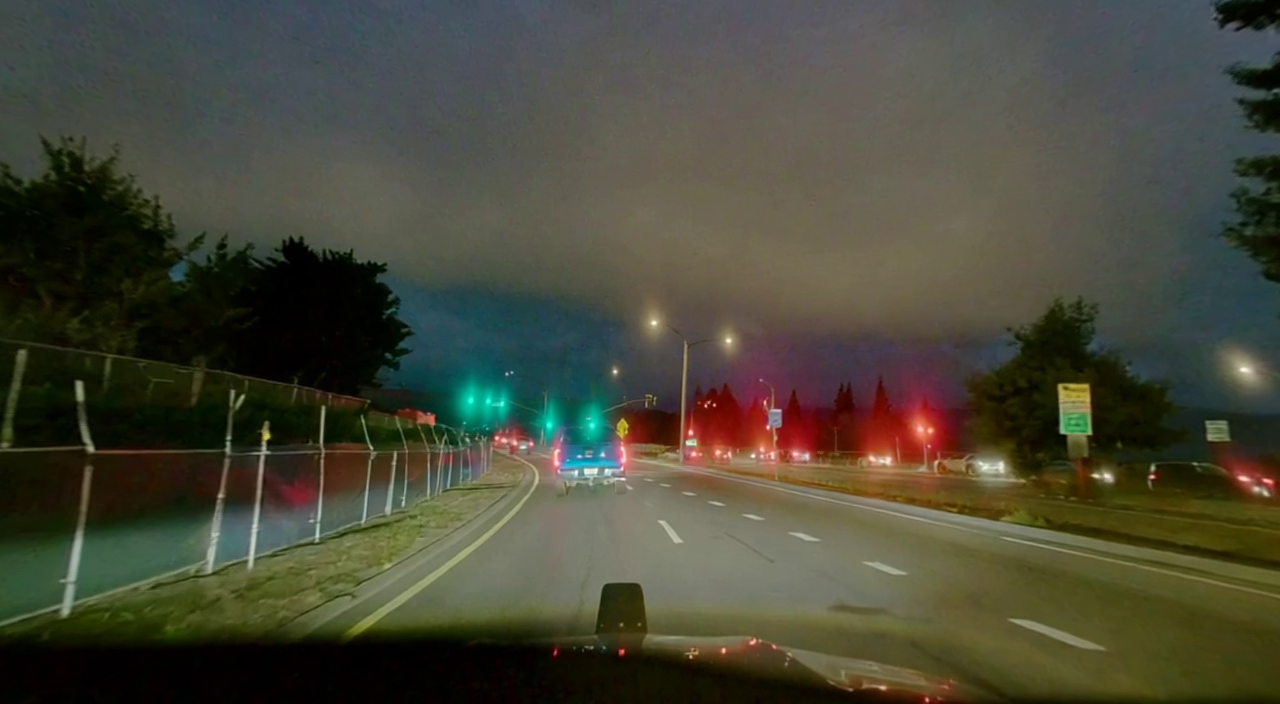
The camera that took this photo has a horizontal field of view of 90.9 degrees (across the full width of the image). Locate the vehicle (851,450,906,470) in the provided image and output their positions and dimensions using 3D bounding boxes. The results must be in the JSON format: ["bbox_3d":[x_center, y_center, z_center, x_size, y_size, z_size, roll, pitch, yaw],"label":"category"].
[{"bbox_3d":[18.694,8.478,49.674,1.805,1.494,4.362,2,-9,-15],"label":"vehicle"}]

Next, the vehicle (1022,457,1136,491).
[{"bbox_3d":[22.433,6.235,32.501,1.850,1.470,4.761,2,-9,-11],"label":"vehicle"}]

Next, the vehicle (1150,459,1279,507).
[{"bbox_3d":[23.611,5.200,25.446,1.895,1.611,4.545,1,-8,-7],"label":"vehicle"}]

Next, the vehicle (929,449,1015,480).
[{"bbox_3d":[20.900,7.077,39.942,1.938,1.781,5.078,1,-8,-11],"label":"vehicle"}]

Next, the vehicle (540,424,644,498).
[{"bbox_3d":[-1.382,2.959,17.563,2.436,1.698,5.322,1,-8,-6],"label":"vehicle"}]
